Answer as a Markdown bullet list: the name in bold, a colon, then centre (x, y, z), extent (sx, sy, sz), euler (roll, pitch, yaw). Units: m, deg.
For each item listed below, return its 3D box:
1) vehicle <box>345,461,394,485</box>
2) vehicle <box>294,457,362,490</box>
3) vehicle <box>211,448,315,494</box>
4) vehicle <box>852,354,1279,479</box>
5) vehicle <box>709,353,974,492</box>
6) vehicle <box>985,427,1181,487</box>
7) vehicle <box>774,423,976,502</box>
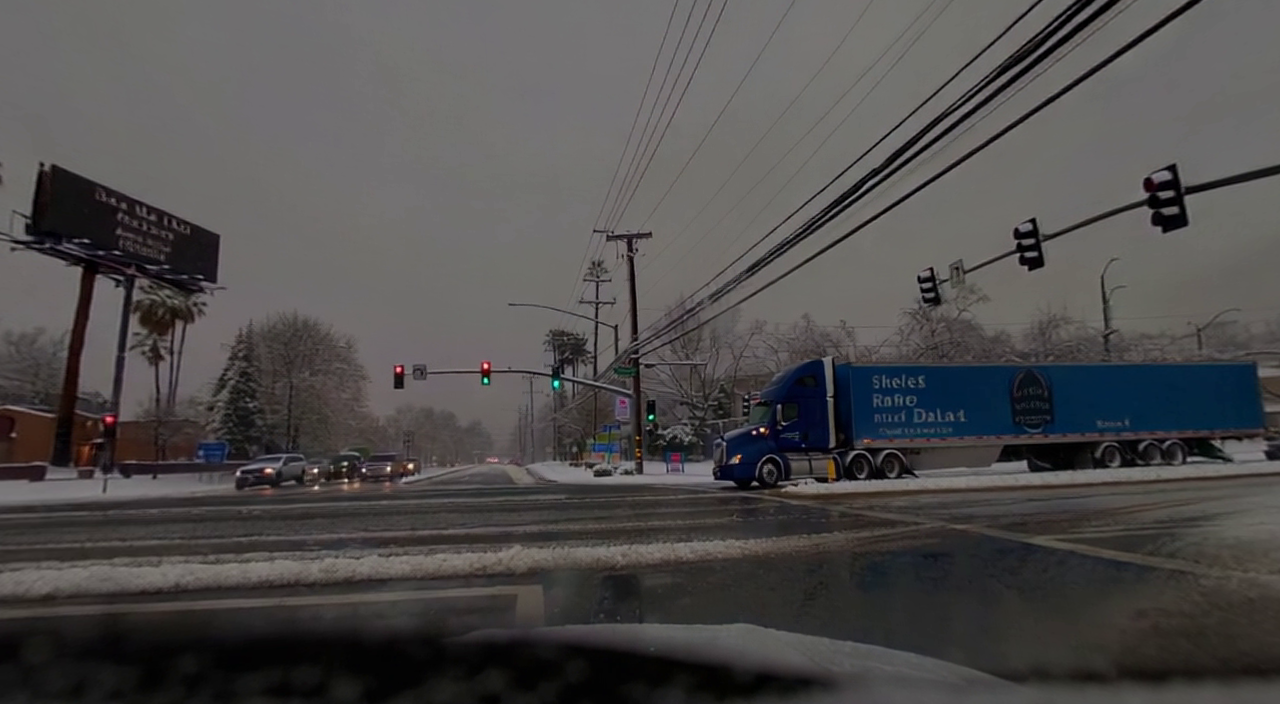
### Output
- **vehicle**: centre (-19.854, 8.830, 46.599), extent (1.834, 1.521, 4.970), euler (0, -9, -5)
- **vehicle**: centre (-18.794, 7.325, 38.429), extent (2.028, 1.744, 4.876), euler (0, -9, -5)
- **vehicle**: centre (-23.218, 7.284, 39.398), extent (2.989, 2.573, 6.053), euler (0, -9, -4)
- **vehicle**: centre (16.753, 2.511, 24.101), extent (17.071, 4.151, 2.876), euler (1, -9, -11)
- **vehicle**: centre (6.850, 2.490, 22.183), extent (8.167, 4.352, 3.029), euler (1, -9, -11)
- **vehicle**: centre (13.880, 3.312, 19.962), extent (4.958, 1.510, 1.949), euler (-2, -10, -10)
- **vehicle**: centre (6.897, 3.270, 18.883), extent (5.079, 1.893, 2.200), euler (-2, -10, -12)
